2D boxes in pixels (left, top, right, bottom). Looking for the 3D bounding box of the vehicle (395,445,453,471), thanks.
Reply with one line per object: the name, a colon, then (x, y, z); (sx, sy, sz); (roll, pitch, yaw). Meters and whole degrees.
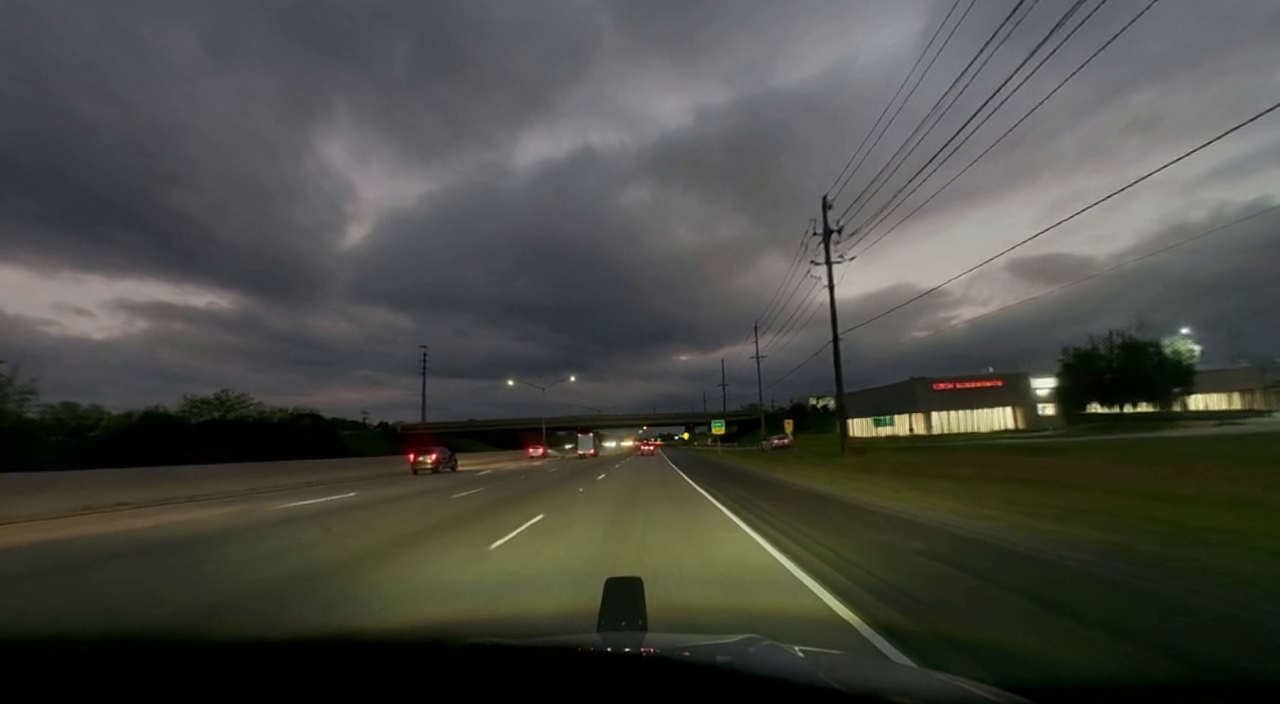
vehicle: (-13.683, 6.719, 40.231); (1.988, 1.477, 4.442); (0, -8, 1)
